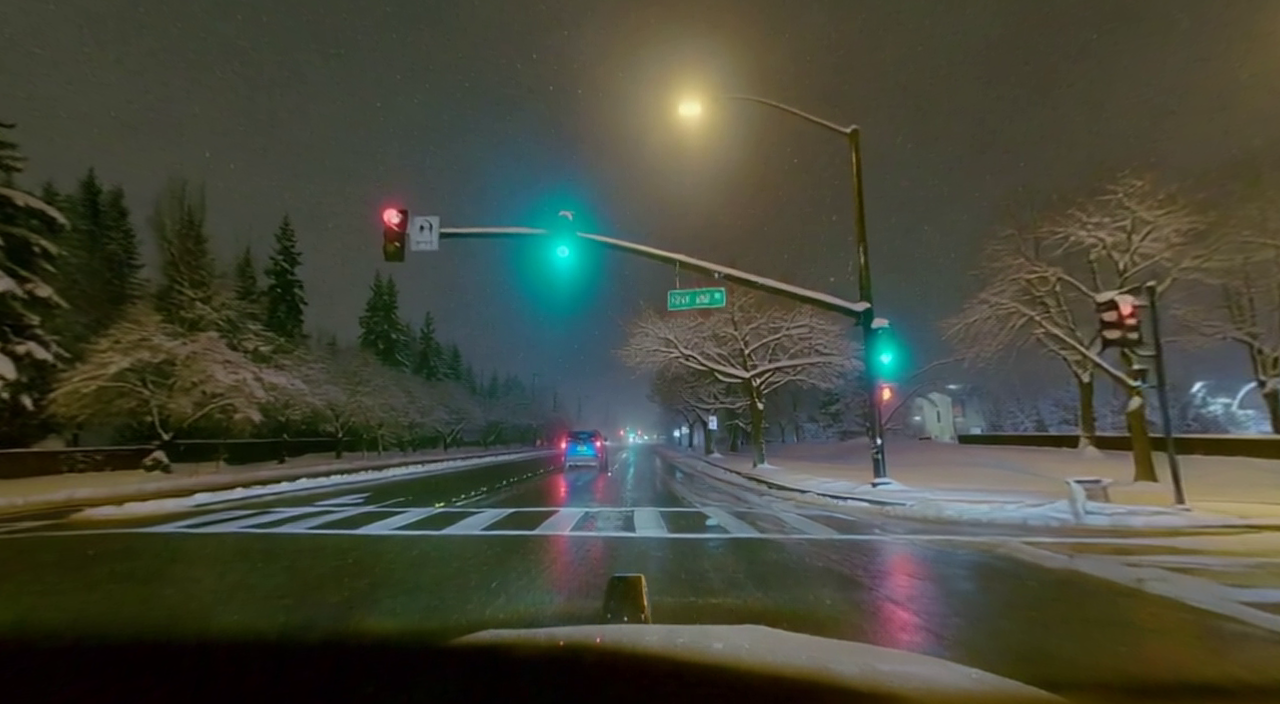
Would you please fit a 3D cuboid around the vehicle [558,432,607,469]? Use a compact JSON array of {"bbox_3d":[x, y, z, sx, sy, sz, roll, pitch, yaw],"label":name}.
[{"bbox_3d":[-2.942,5.146,33.108,2.123,1.799,4.425,0,-8,1],"label":"vehicle"}]
